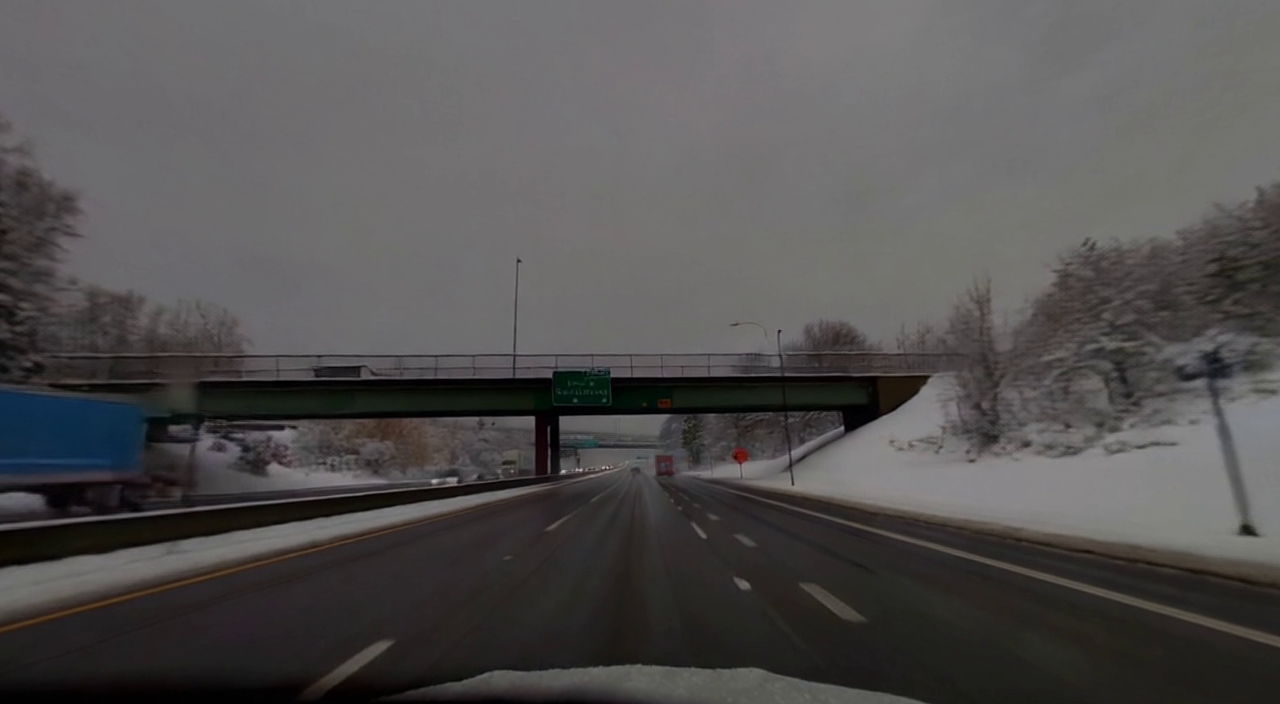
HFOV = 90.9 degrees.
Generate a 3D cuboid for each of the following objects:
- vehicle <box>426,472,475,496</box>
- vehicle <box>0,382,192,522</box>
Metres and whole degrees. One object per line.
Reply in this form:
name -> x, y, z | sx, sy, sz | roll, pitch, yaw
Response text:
vehicle -> -12.360, 8.616, 41.391 | 1.892, 1.440, 4.385 | 1, -10, 0
vehicle -> -20.482, 3.070, 19.375 | 2.856, 4.088, 14.105 | 1, -10, 1
